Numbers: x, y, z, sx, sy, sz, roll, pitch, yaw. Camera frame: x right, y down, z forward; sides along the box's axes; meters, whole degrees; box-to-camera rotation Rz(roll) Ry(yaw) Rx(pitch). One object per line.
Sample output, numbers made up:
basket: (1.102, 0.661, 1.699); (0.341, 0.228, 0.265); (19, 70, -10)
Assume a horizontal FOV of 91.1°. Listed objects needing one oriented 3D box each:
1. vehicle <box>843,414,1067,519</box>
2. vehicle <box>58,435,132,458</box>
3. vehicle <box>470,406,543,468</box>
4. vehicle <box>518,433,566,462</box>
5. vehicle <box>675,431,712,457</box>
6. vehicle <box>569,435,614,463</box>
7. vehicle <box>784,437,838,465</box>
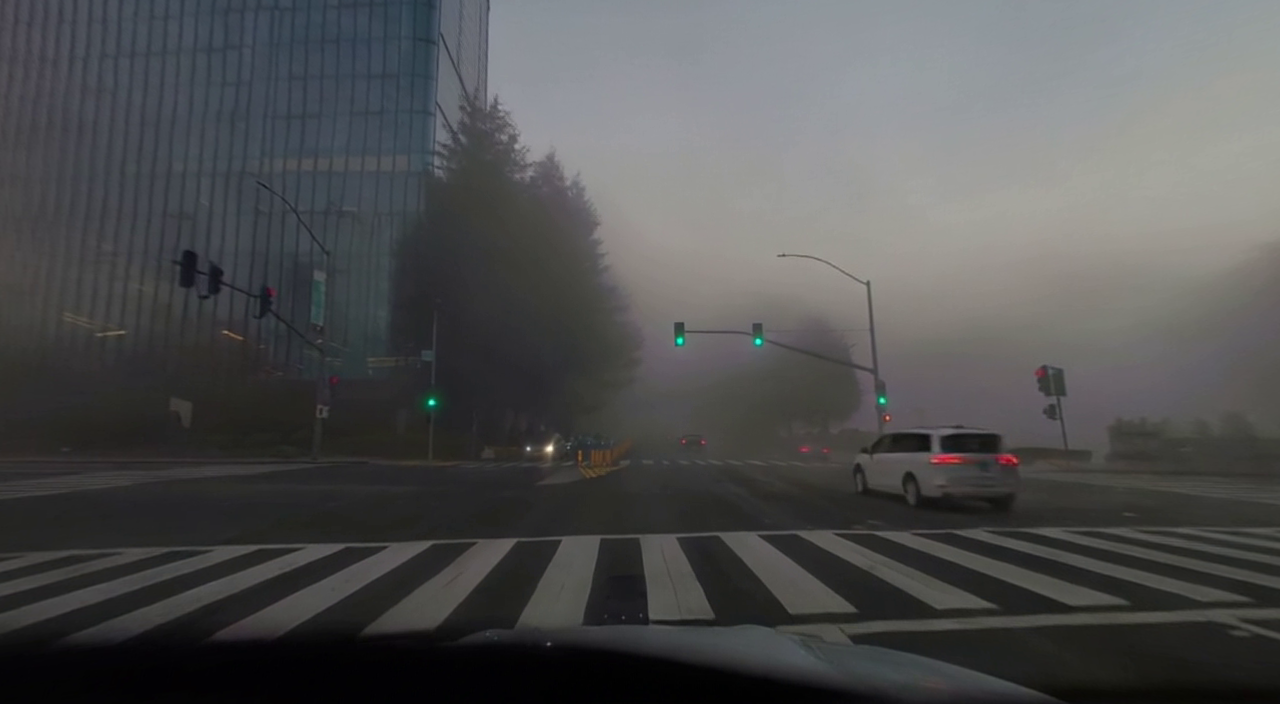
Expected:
vehicle: (6.030, 2.266, 12.926); (2.098, 1.723, 4.881); (0, -8, 1)
vehicle: (-35.515, 6.170, 41.018); (1.628, 1.448, 3.621); (1, -9, -2)
vehicle: (-9.195, 5.803, 44.311); (3.191, 3.314, 7.914); (-6, -2, 0)
vehicle: (-6.054, 5.988, 39.374); (2.182, 1.677, 4.384); (0, -8, 1)
vehicle: (3.858, 6.702, 45.829); (2.203, 1.801, 4.331); (0, -8, -1)
vehicle: (-2.760, 5.686, 36.869); (2.147, 1.481, 4.331); (0, -8, 2)
vehicle: (9.639, 5.612, 35.702); (1.860, 1.460, 4.379); (0, -8, 0)
